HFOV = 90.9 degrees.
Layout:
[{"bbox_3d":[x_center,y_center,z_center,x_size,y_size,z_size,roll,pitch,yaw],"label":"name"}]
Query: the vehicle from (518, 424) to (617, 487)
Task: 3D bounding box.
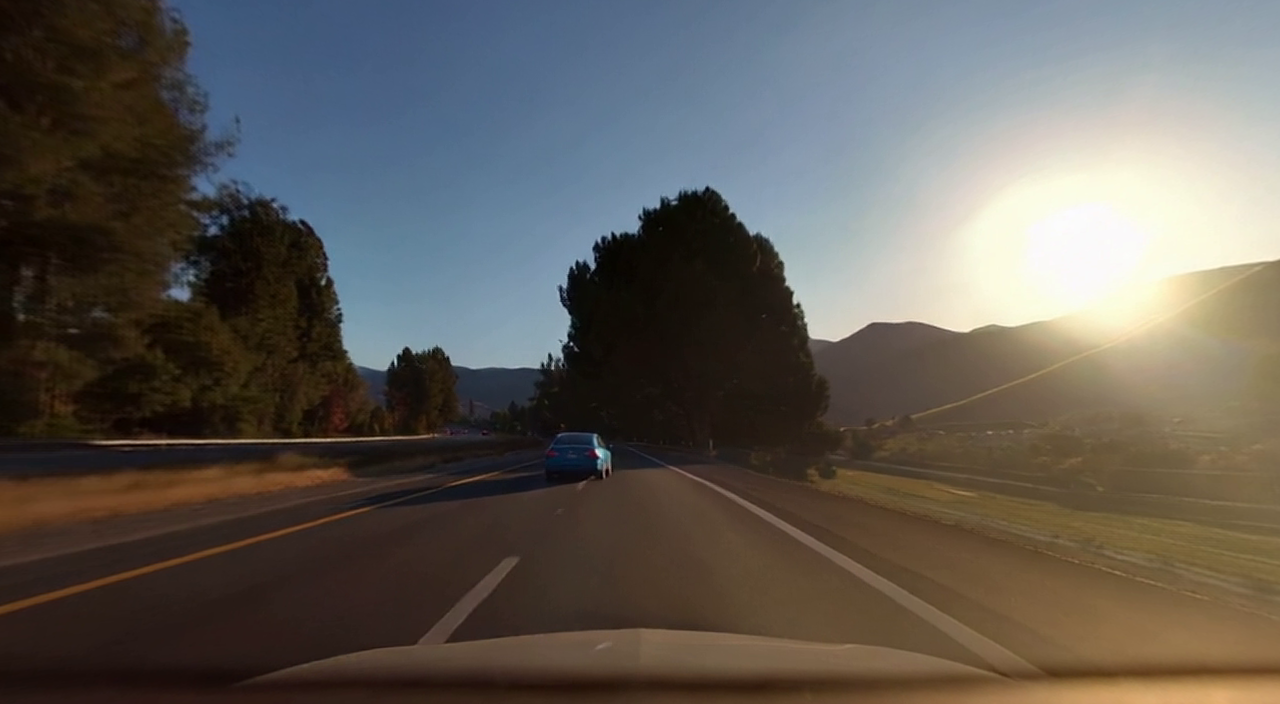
[{"bbox_3d":[-1.850,2.825,17.585,2.097,1.511,4.585,0,-8,2],"label":"vehicle"}]
